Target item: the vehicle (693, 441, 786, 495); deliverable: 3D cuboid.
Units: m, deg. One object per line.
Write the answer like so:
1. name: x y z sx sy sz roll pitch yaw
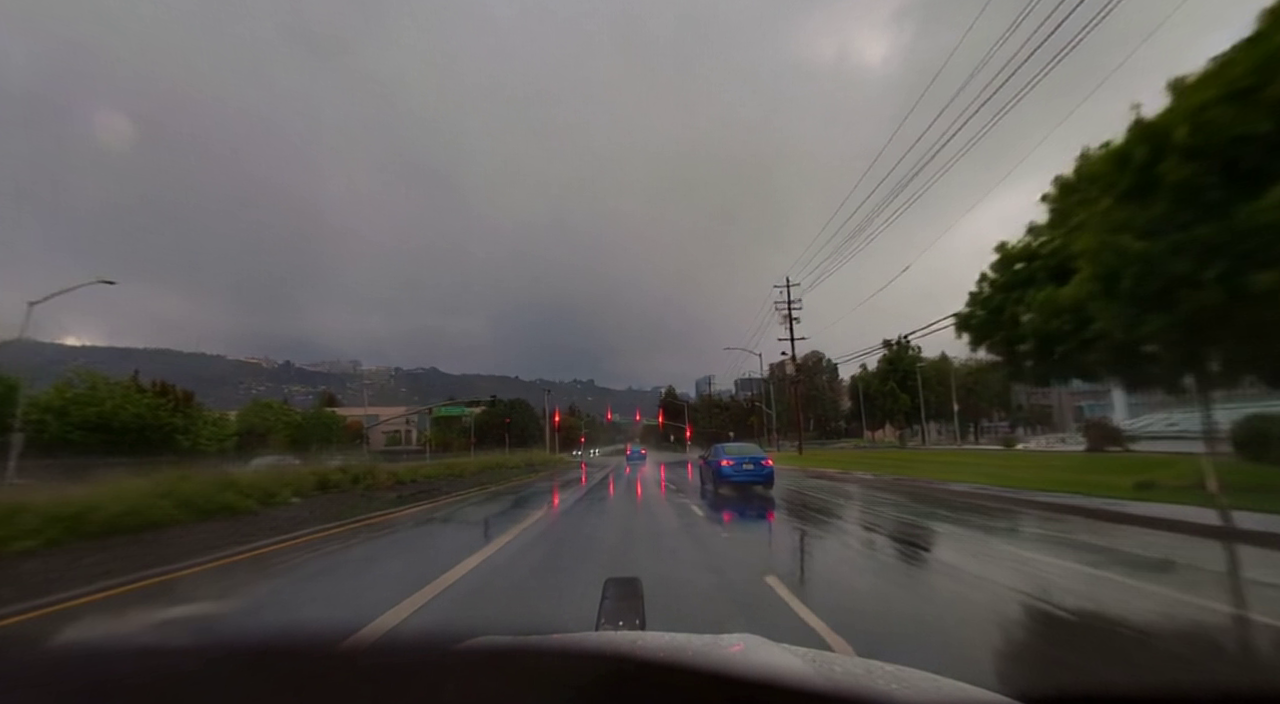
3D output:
1. vehicle: 2.865 3.464 19.197 2.004 1.448 4.263 0 -9 -2

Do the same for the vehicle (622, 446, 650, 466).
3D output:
1. vehicle: -0.352 8.122 49.210 2.110 1.466 3.860 0 -9 -2

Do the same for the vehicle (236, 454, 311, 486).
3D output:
1. vehicle: -22.245 7.179 38.616 1.946 1.787 4.469 0 -9 -1
